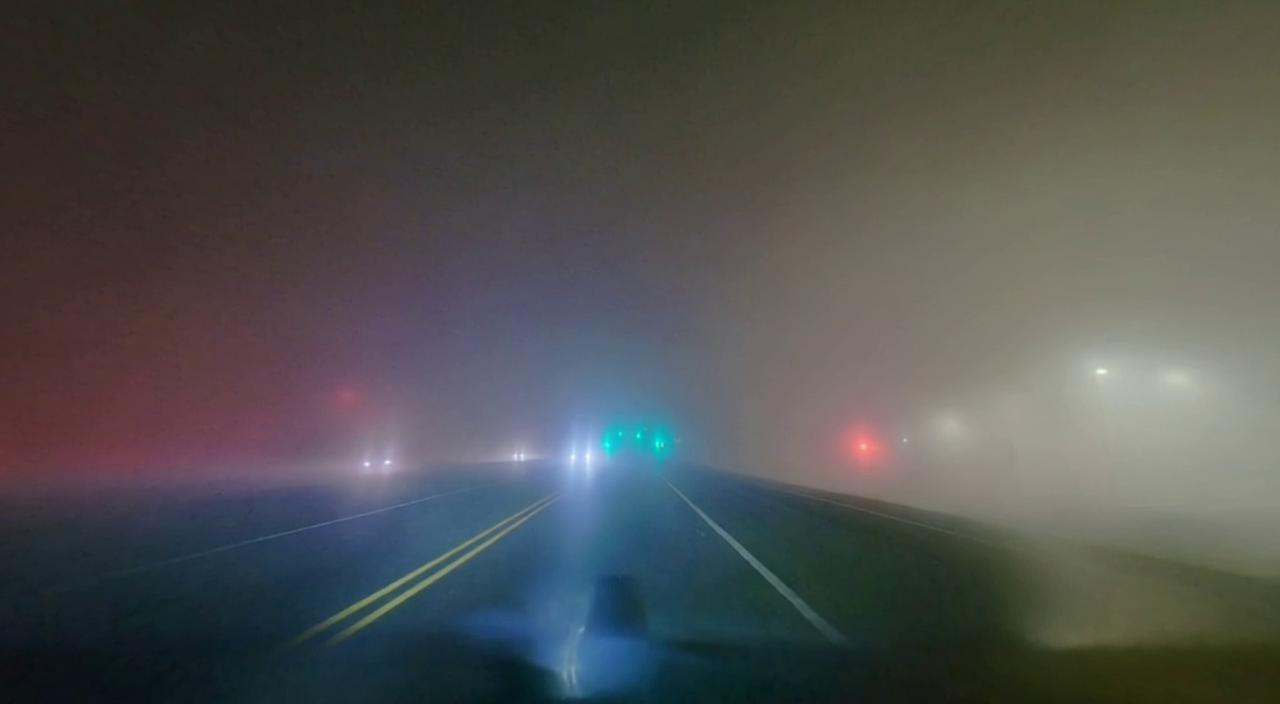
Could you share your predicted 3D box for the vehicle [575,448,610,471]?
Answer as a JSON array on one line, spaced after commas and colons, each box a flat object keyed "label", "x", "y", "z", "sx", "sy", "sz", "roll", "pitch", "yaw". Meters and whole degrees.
[{"label": "vehicle", "x": -3.242, "y": 7.483, "z": 44.103, "sx": 1.722, "sy": 1.523, "sz": 3.736, "roll": -1, "pitch": -9, "yaw": 7}]
